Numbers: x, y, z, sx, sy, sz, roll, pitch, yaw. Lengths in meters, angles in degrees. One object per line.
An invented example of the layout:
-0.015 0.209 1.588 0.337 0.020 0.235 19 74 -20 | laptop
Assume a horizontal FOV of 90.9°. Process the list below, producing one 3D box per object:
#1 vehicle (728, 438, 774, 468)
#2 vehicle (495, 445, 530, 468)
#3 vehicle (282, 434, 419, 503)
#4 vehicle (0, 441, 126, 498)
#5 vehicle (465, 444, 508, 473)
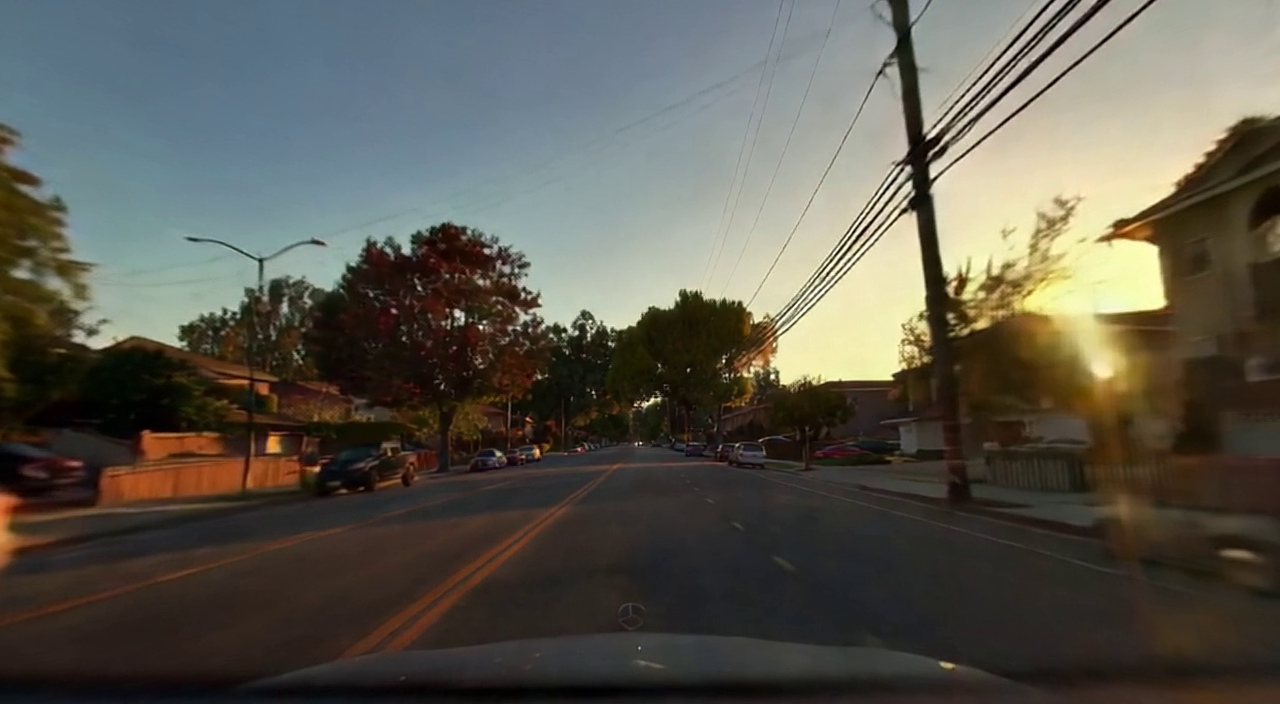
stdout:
7.195 6.589 41.252 2.128 1.823 4.834 0 -8 0 | vehicle
-10.044 8.250 49.874 1.932 1.472 4.516 -3 -6 -2 | vehicle
-10.331 4.139 23.184 2.419 2.001 5.566 -2 -7 0 | vehicle
-17.799 3.323 18.056 4.430 1.489 1.984 -1 -8 3 | vehicle
-10.004 6.924 41.299 1.974 1.696 4.336 -2 -8 -3 | vehicle
